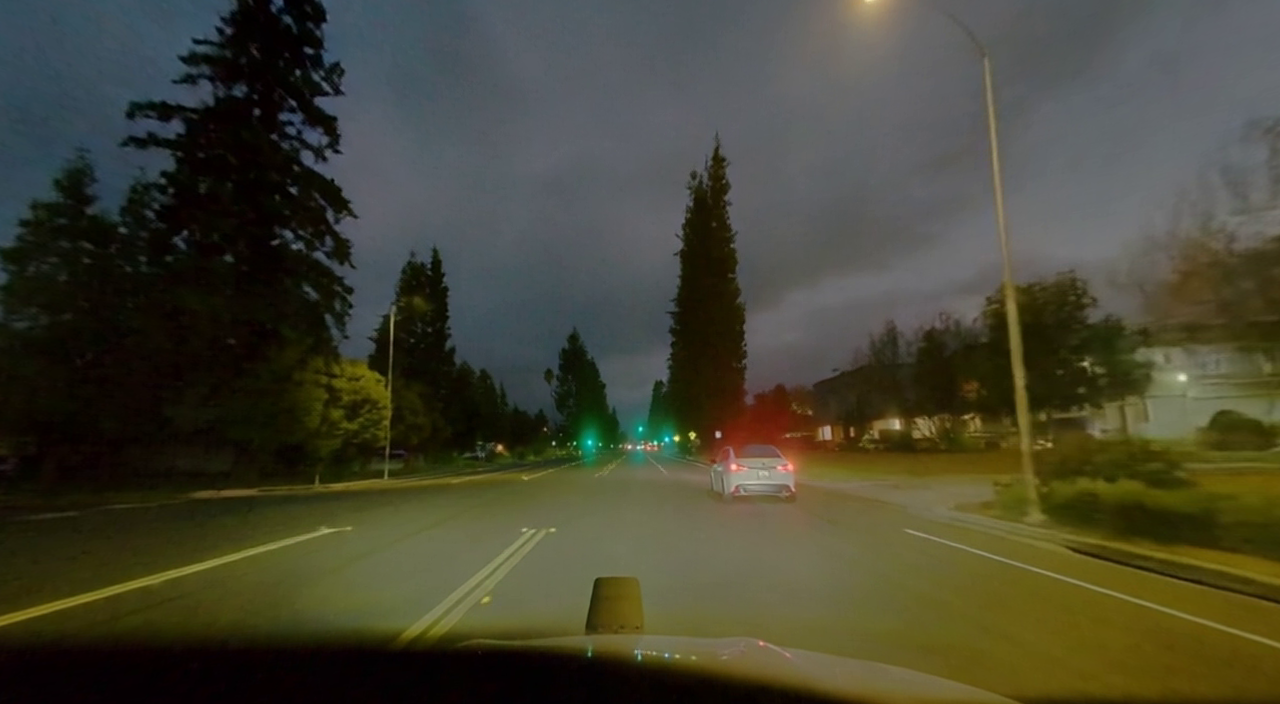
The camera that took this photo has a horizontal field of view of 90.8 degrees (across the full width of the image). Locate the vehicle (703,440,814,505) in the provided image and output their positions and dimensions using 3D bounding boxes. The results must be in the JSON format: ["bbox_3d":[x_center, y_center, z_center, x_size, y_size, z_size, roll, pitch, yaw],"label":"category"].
[{"bbox_3d":[2.998,3.148,17.013,2.057,1.493,4.225,0,-9,-2],"label":"vehicle"}]
